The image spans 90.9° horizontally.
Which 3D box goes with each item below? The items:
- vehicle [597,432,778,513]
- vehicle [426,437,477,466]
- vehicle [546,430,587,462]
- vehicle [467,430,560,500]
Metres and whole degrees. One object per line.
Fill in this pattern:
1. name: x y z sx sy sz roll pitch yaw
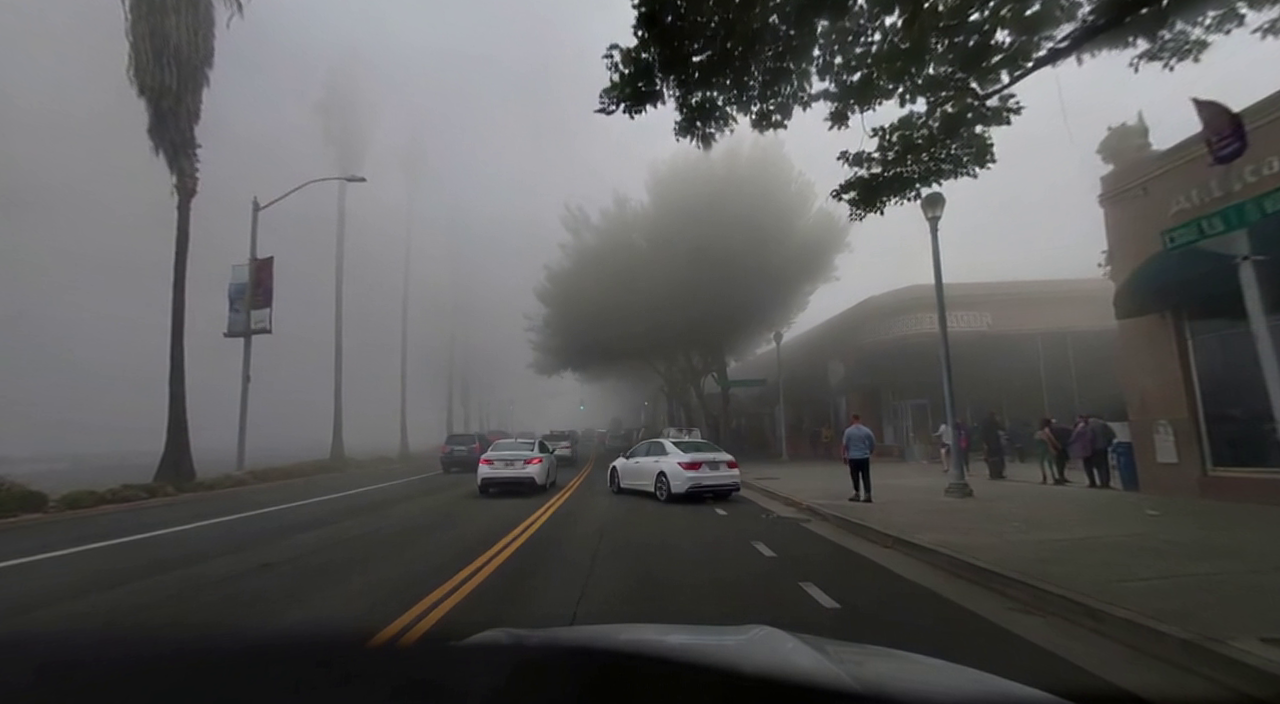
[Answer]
1. vehicle: 0.821 2.600 14.197 1.930 1.477 4.657 4 -10 -26
2. vehicle: -10.925 5.806 36.829 1.930 1.583 4.423 0 -9 -5
3. vehicle: -4.756 6.146 41.274 2.277 1.937 4.487 0 -9 -2
4. vehicle: -3.282 3.001 17.198 2.039 1.628 4.331 0 -9 -5
